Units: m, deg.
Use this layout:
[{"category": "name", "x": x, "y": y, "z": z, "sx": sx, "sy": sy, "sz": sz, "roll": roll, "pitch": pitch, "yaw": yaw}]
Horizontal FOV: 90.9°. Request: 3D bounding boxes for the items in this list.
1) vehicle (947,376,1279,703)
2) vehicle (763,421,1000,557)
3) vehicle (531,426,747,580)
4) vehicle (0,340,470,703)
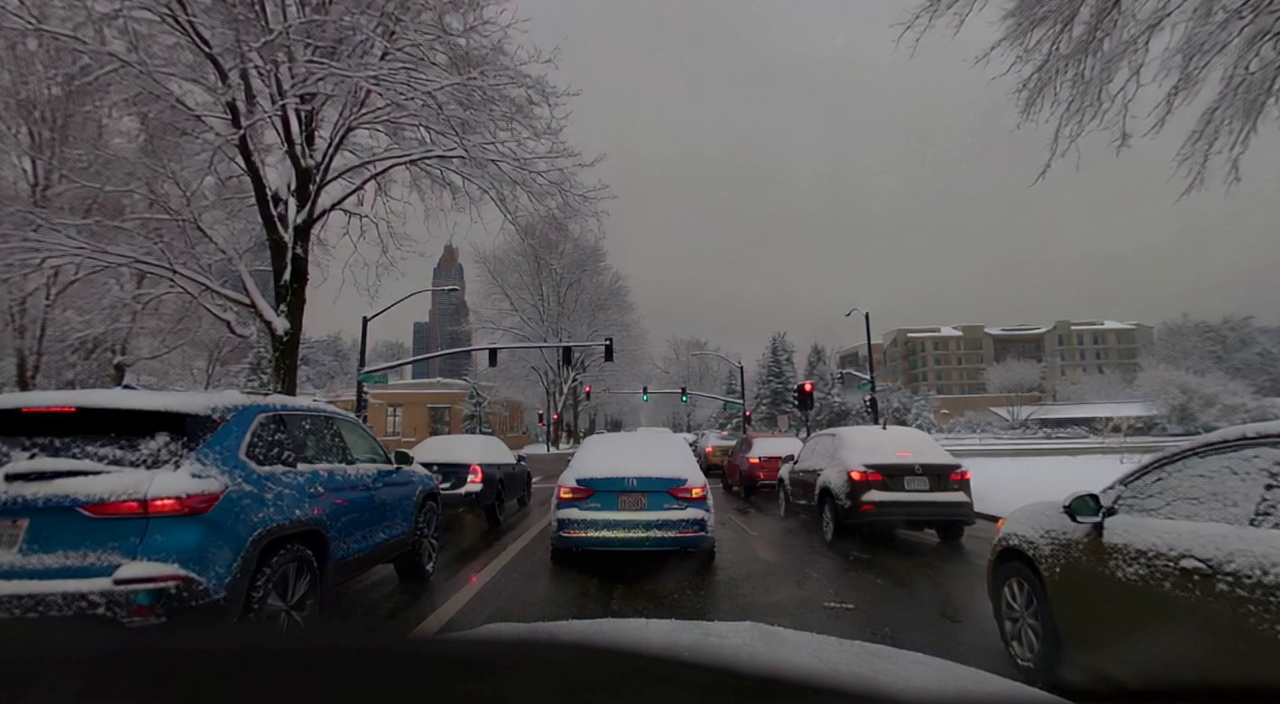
[{"category": "vehicle", "x": 3.324, "y": 0.961, "z": 2.829, "sx": 1.899, "sy": 1.588, "sz": 3.888, "roll": 0, "pitch": -9, "yaw": 0}, {"category": "vehicle", "x": 3.412, "y": 2.021, "z": 10.023, "sx": 2.040, "sy": 1.647, "sz": 4.379, "roll": 0, "pitch": -9, "yaw": 1}, {"category": "vehicle", "x": -0.035, "y": 1.801, "z": 8.319, "sx": 2.147, "sy": 1.507, "sz": 3.953, "roll": 0, "pitch": -8, "yaw": -1}, {"category": "vehicle", "x": -3.143, "y": 1.162, "z": 5.055, "sx": 2.168, "sy": 1.750, "sz": 4.625, "roll": -1, "pitch": -8, "yaw": 1}]
